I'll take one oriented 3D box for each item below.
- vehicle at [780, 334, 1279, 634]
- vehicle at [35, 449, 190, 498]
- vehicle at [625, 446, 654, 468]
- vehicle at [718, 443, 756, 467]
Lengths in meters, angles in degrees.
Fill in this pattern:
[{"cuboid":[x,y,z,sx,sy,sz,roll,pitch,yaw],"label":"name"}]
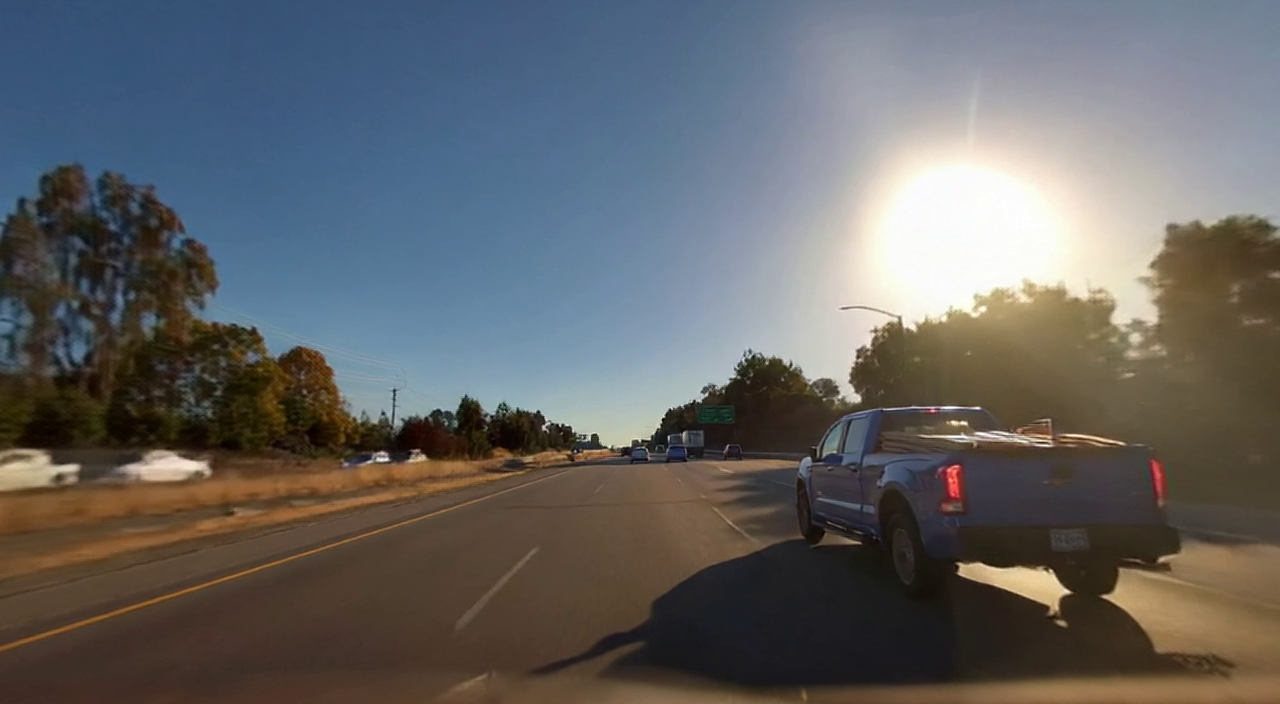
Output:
[{"cuboid":[3.448,1.316,7.218,2.354,2.079,5.586,0,-9,0],"label":"vehicle"},{"cuboid":[-21.477,4.938,26.006,2.094,1.777,4.830,0,-9,1],"label":"vehicle"},{"cuboid":[-0.042,7.602,45.723,2.030,1.473,3.926,0,-9,0],"label":"vehicle"},{"cuboid":[7.289,7.761,47.776,2.189,1.704,4.521,0,-9,0],"label":"vehicle"}]
